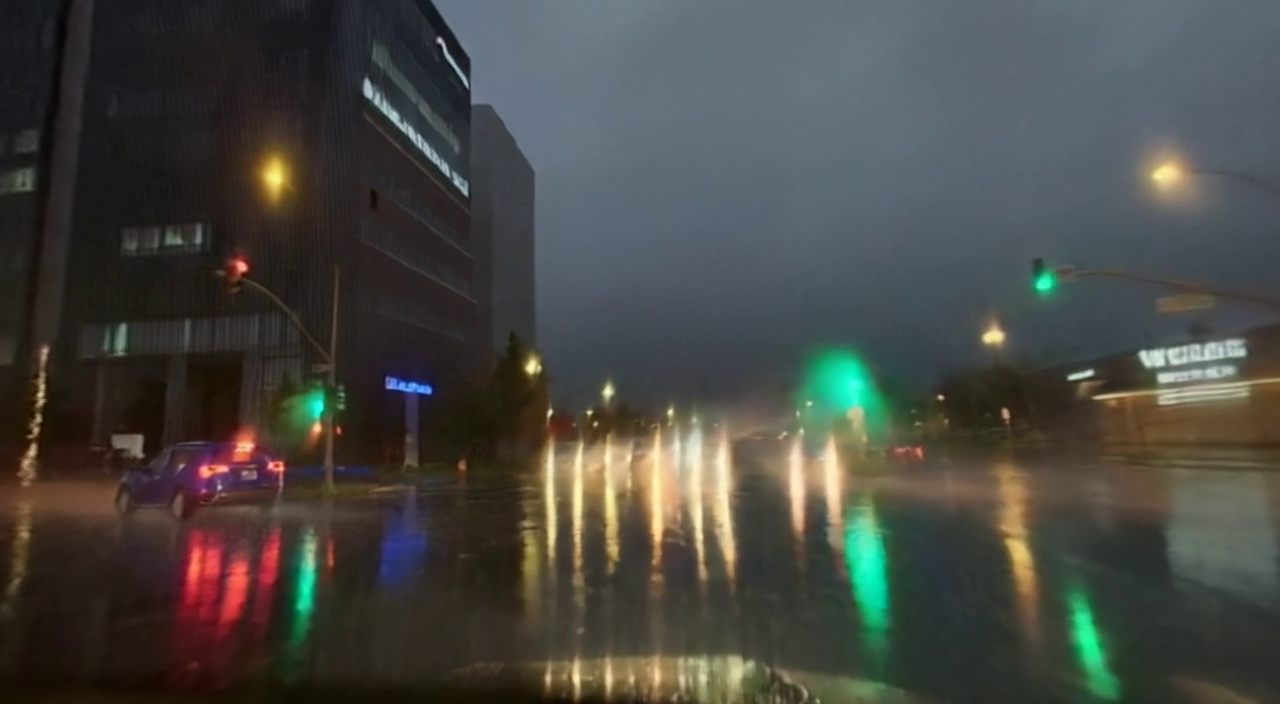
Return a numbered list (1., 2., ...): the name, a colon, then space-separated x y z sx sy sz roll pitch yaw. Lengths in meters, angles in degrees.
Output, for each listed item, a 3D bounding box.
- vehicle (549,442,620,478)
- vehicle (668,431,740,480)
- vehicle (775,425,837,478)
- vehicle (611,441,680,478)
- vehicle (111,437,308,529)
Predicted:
1. vehicle: -2.593 5.207 30.674 2.005 1.596 4.342 -3 -9 16
2. vehicle: 2.752 4.227 26.024 2.162 1.788 4.602 -3 -9 15
3. vehicle: 6.742 4.075 26.067 2.160 1.948 4.784 -3 -9 12
4. vehicle: 0.340 4.930 29.174 2.163 1.529 4.210 -3 -9 15
5. vehicle: -9.932 2.898 14.520 4.445 1.762 2.238 -7 -11 36
